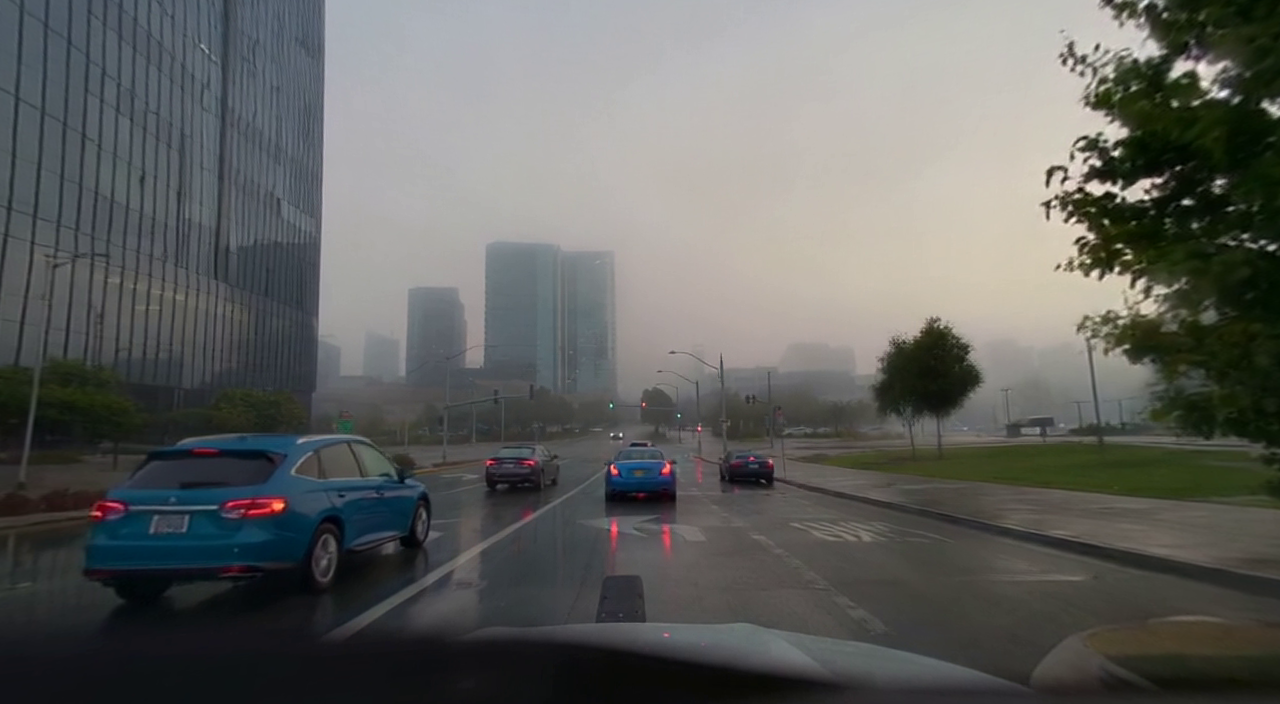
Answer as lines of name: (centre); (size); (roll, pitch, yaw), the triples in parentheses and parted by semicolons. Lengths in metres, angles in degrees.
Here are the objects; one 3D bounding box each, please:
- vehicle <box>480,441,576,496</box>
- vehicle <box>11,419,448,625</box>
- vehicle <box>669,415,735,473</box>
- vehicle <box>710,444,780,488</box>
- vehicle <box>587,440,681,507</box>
vehicle: (-3.325, 3.565, 19.724); (2.044, 1.508, 4.479); (0, -9, 2)
vehicle: (-3.705, 1.585, 6.852); (1.933, 1.520, 4.195); (0, -9, -1)
vehicle: (3.921, 6.334, 43.294); (3.074, 3.316, 12.953); (0, -9, -1)
vehicle: (3.910, 4.312, 24.170); (1.940, 1.514, 4.187); (0, -9, 0)
vehicle: (-0.107, 3.146, 16.801); (2.174, 1.509, 4.374); (0, -9, 1)
